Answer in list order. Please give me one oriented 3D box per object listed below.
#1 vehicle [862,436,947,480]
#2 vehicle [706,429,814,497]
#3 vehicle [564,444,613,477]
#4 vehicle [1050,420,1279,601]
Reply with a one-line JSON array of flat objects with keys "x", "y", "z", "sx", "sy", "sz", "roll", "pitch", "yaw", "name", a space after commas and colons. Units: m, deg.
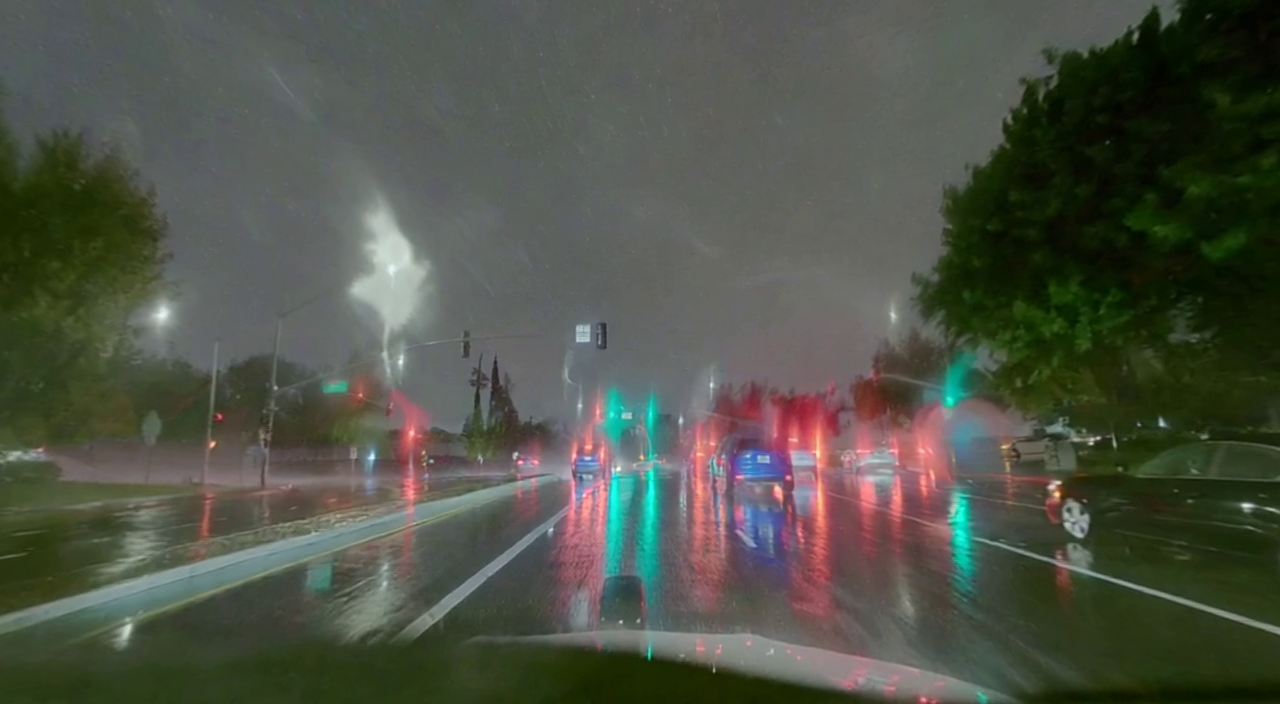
[{"x": 11.613, "y": 4.670, "z": 28.086, "sx": 1.971, "sy": 1.746, "sz": 4.271, "roll": 0, "pitch": -9, "yaw": 1, "name": "vehicle"}, {"x": 3.322, "y": 3.211, "z": 18.655, "sx": 2.247, "sy": 1.738, "sz": 4.818, "roll": 0, "pitch": -8, "yaw": 0, "name": "vehicle"}, {"x": -2.463, "y": 5.340, "z": 31.289, "sx": 1.969, "sy": 1.513, "sz": 3.773, "roll": -1, "pitch": -9, "yaw": 3, "name": "vehicle"}, {"x": 6.325, "y": 1.404, "z": 5.809, "sx": 1.946, "sy": 1.495, "sz": 4.758, "roll": 0, "pitch": -8, "yaw": 1, "name": "vehicle"}]
